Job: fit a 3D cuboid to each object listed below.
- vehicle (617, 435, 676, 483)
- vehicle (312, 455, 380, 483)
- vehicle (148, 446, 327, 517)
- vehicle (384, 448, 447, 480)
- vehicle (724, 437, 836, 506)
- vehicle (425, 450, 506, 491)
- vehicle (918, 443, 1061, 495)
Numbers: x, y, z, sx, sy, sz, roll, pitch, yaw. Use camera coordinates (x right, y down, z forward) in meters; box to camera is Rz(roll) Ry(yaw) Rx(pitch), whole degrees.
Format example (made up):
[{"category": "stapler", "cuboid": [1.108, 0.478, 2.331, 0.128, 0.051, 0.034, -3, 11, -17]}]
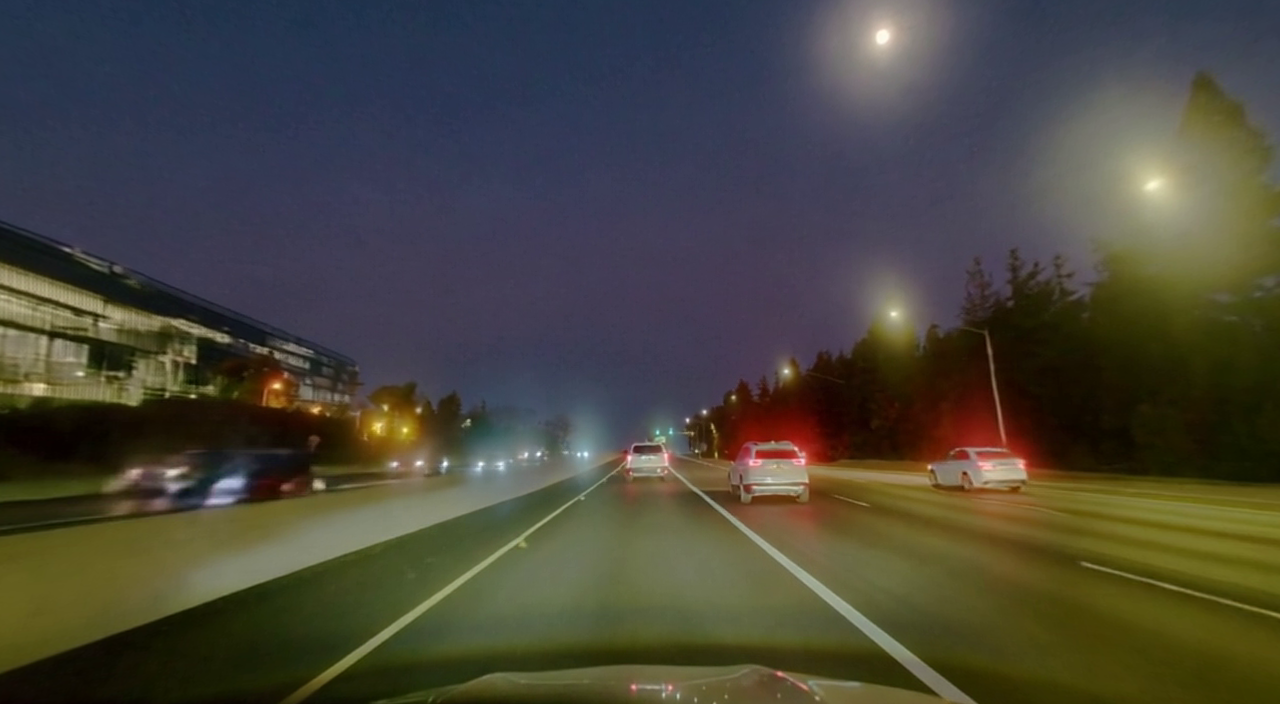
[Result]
[{"category": "vehicle", "cuboid": [0.286, 4.527, 27.002, 2.290, 1.862, 4.454, 0, -8, 1]}, {"category": "vehicle", "cuboid": [-17.757, 7.056, 38.340, 1.918, 1.456, 4.459, 0, -8, 1]}, {"category": "vehicle", "cuboid": [-10.934, 3.501, 17.648, 2.012, 1.685, 4.411, 0, -8, 1]}, {"category": "vehicle", "cuboid": [-13.961, 6.952, 39.567, 2.092, 1.805, 4.904, 0, -8, 1]}, {"category": "vehicle", "cuboid": [3.566, 3.114, 16.927, 2.042, 1.592, 4.047, 0, -8, 0]}, {"category": "vehicle", "cuboid": [-7.194, 4.915, 26.535, 2.037, 1.483, 4.507, 0, -8, 1]}, {"category": "vehicle", "cuboid": [10.991, 3.681, 20.321, 2.027, 1.446, 4.470, 0, -8, 0]}]
